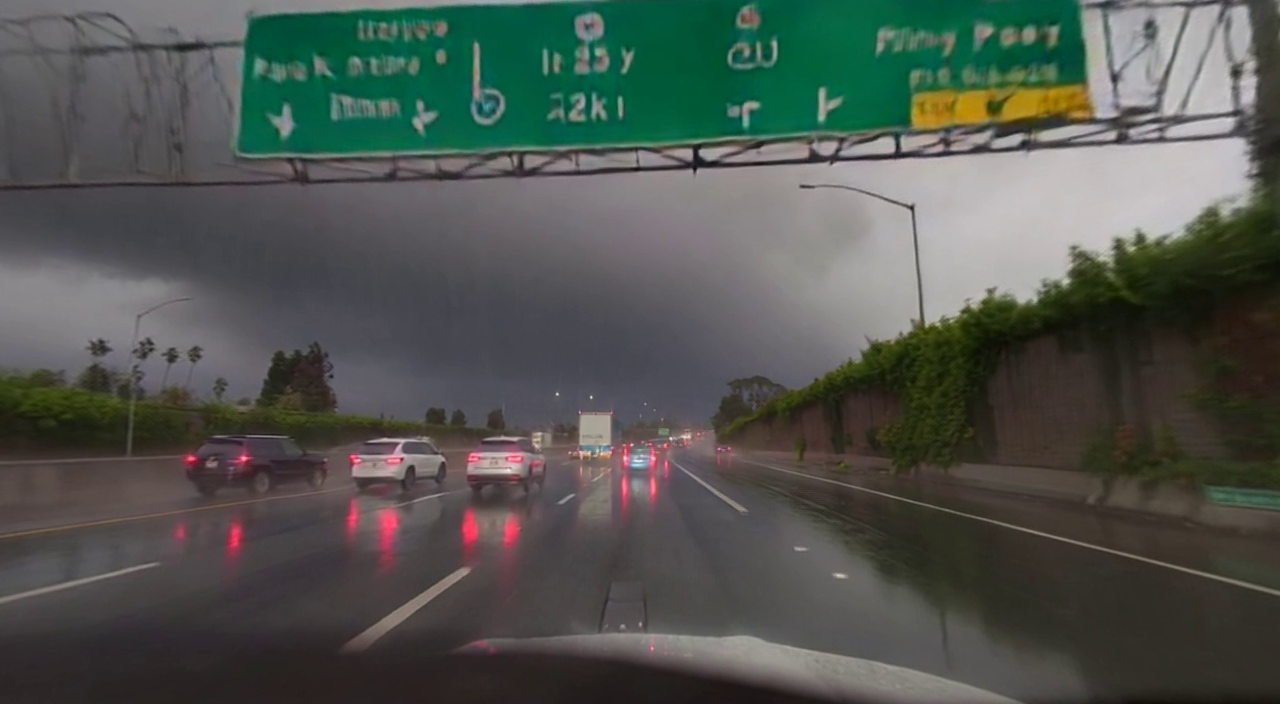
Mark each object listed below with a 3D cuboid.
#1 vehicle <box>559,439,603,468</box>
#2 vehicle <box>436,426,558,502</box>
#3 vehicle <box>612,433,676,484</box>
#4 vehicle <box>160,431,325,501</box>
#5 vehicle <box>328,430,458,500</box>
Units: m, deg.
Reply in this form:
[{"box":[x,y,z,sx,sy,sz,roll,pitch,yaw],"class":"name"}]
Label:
[{"box":[-3.567,6.263,39.124,2.243,1.683,4.178,0,-8,1],"class":"vehicle"},{"box":[-3.695,2.986,17.224,2.125,1.792,4.466,0,-8,2],"class":"vehicle"},{"box":[0.166,3.891,23.322,2.180,1.716,3.920,0,-8,1],"class":"vehicle"},{"box":[-11.146,3.206,18.148,1.871,1.747,4.342,0,-8,0],"class":"vehicle"},{"box":[-6.934,3.198,18.283,1.998,1.770,4.222,0,-8,1],"class":"vehicle"}]
